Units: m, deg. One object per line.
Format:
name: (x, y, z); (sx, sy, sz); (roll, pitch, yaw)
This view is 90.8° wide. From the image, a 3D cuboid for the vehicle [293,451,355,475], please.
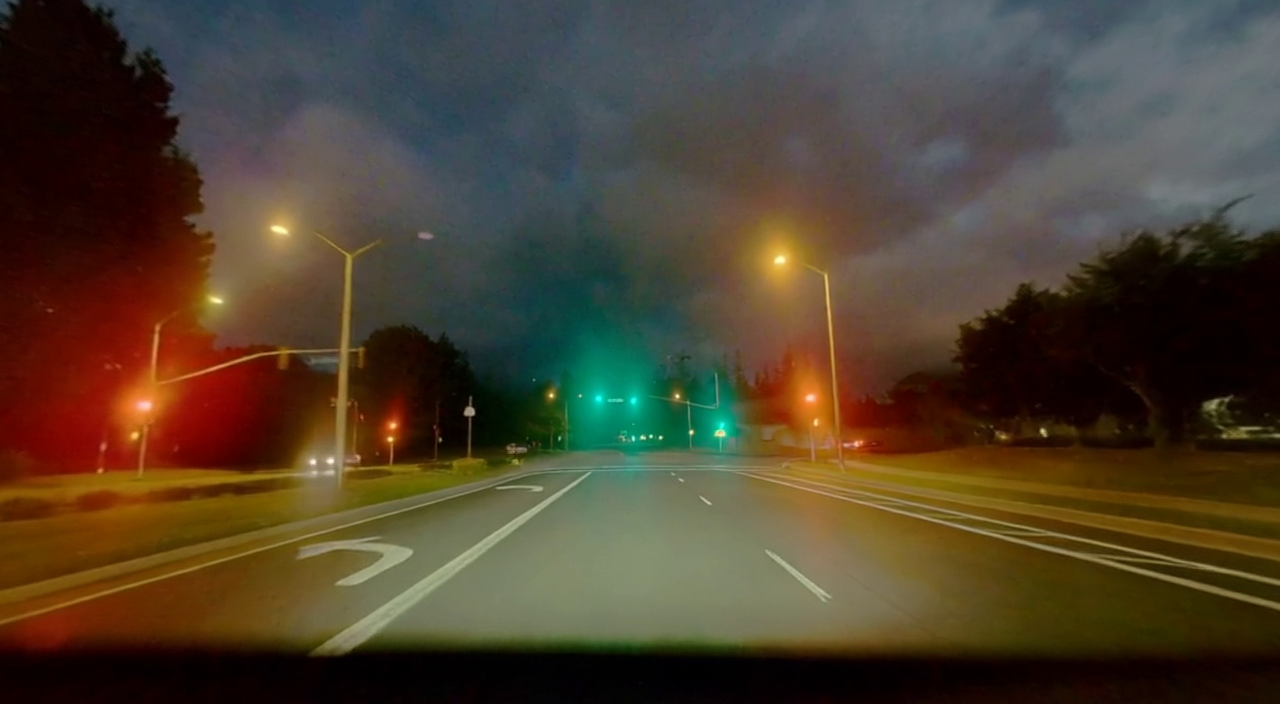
vehicle: (-21.885, 7.685, 43.952); (1.864, 1.470, 4.642); (-1, -8, 0)
